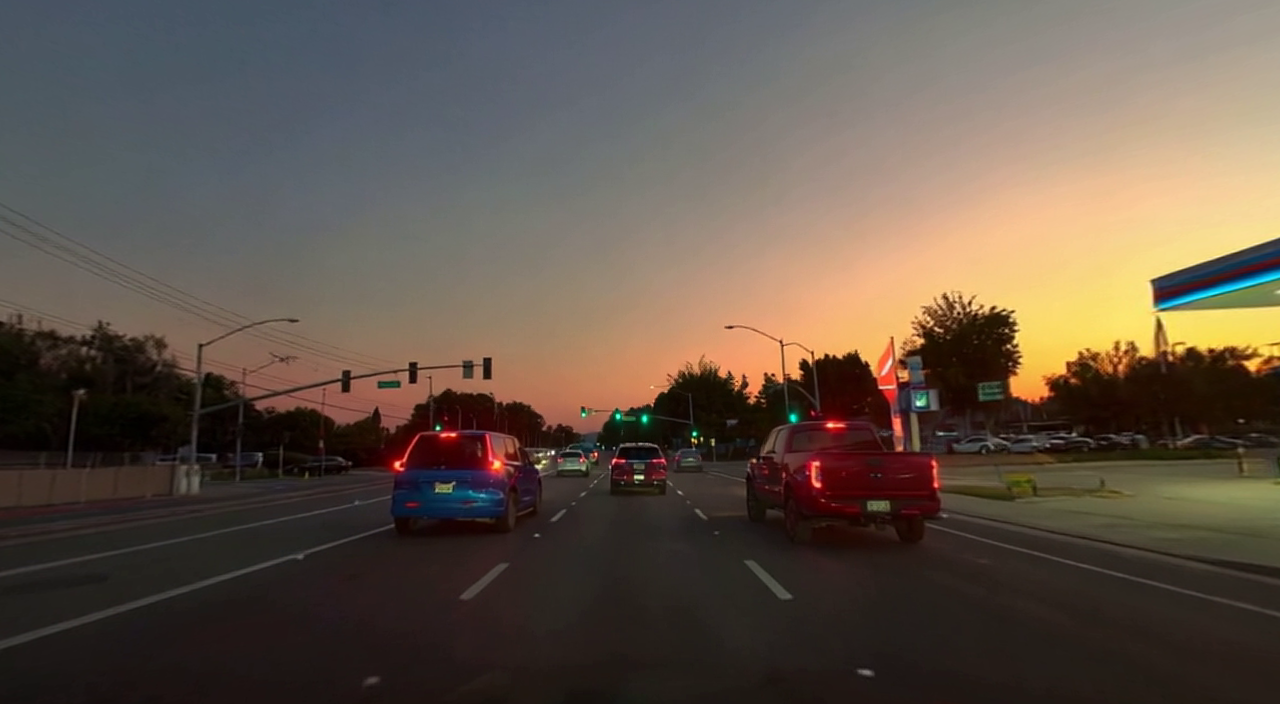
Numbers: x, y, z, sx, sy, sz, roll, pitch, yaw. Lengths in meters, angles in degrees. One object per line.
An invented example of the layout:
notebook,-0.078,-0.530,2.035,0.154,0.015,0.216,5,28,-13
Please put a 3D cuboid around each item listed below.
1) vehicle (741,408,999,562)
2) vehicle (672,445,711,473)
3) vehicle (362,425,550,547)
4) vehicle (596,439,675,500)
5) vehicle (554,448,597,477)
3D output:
vehicle,3.239,2.016,10.415,2.161,1.868,5.321,0,-8,-1
vehicle,3.366,7.060,41.920,2.122,1.745,4.337,0,-8,-1
vehicle,-2.951,2.248,11.259,2.019,1.731,4.299,0,-8,1
vehicle,-0.150,3.534,19.383,2.181,1.650,4.083,0,-8,-1
vehicle,-3.517,6.087,35.070,1.954,1.497,4.078,0,-8,0
